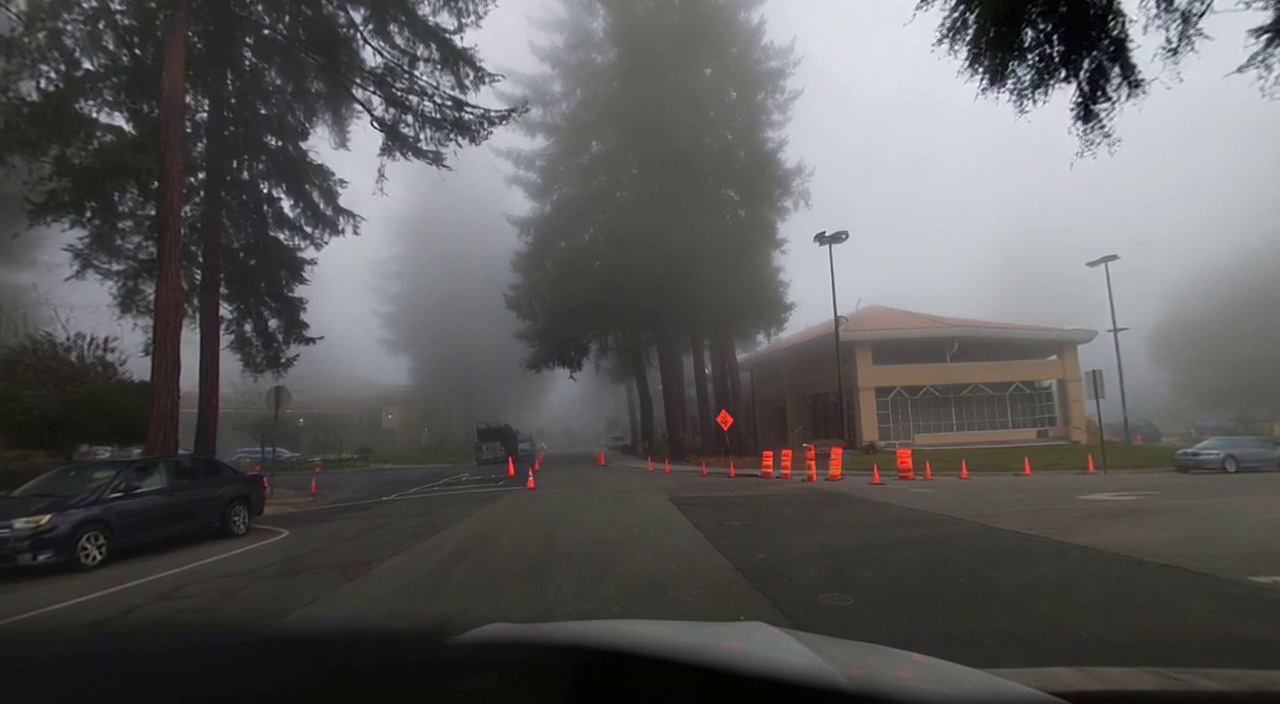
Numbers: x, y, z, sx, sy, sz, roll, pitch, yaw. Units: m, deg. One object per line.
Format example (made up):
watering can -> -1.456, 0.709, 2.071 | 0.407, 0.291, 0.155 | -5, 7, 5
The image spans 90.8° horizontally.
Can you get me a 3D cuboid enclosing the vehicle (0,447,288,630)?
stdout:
vehicle -> -7.606, 1.994, 7.540 | 2.961, 1.701, 7.563 | 1, -8, -4
